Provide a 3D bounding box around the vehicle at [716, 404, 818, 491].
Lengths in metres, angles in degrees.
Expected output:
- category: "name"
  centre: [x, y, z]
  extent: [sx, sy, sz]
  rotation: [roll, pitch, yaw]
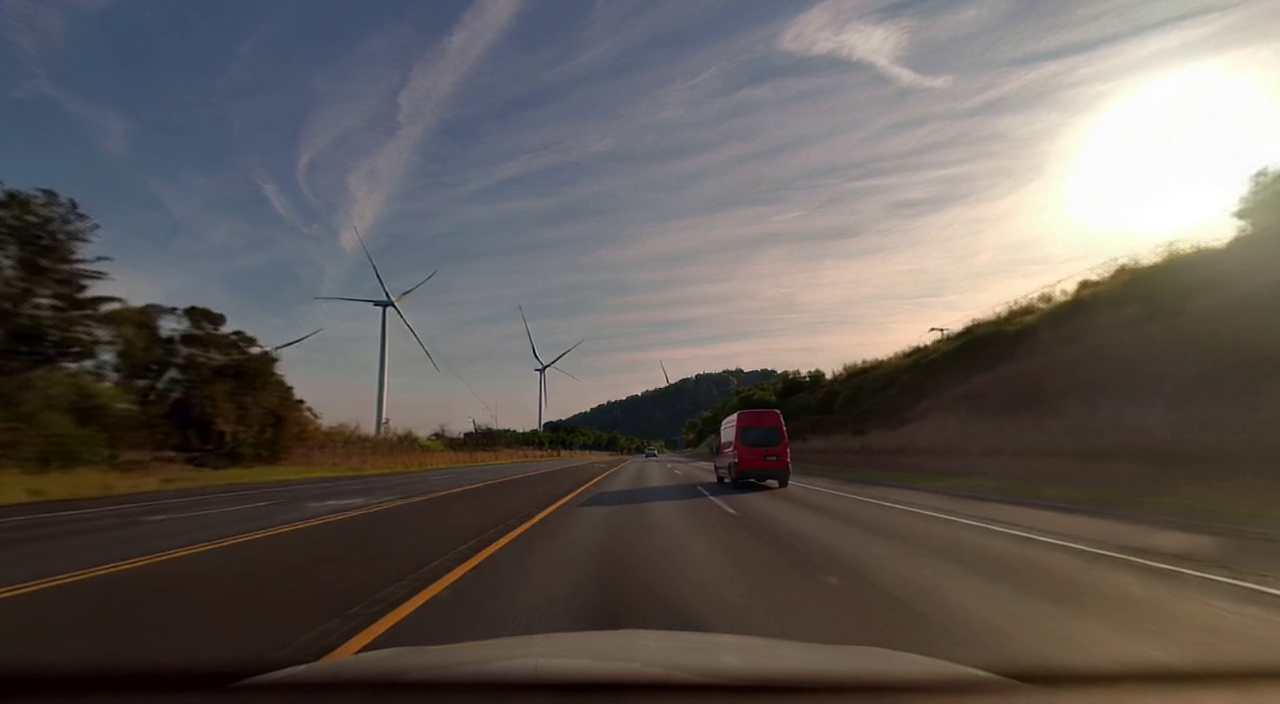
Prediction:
- category: "vehicle"
  centre: [4.363, 3.449, 22.799]
  extent: [2.437, 2.735, 5.507]
  rotation: [0, -9, -1]
